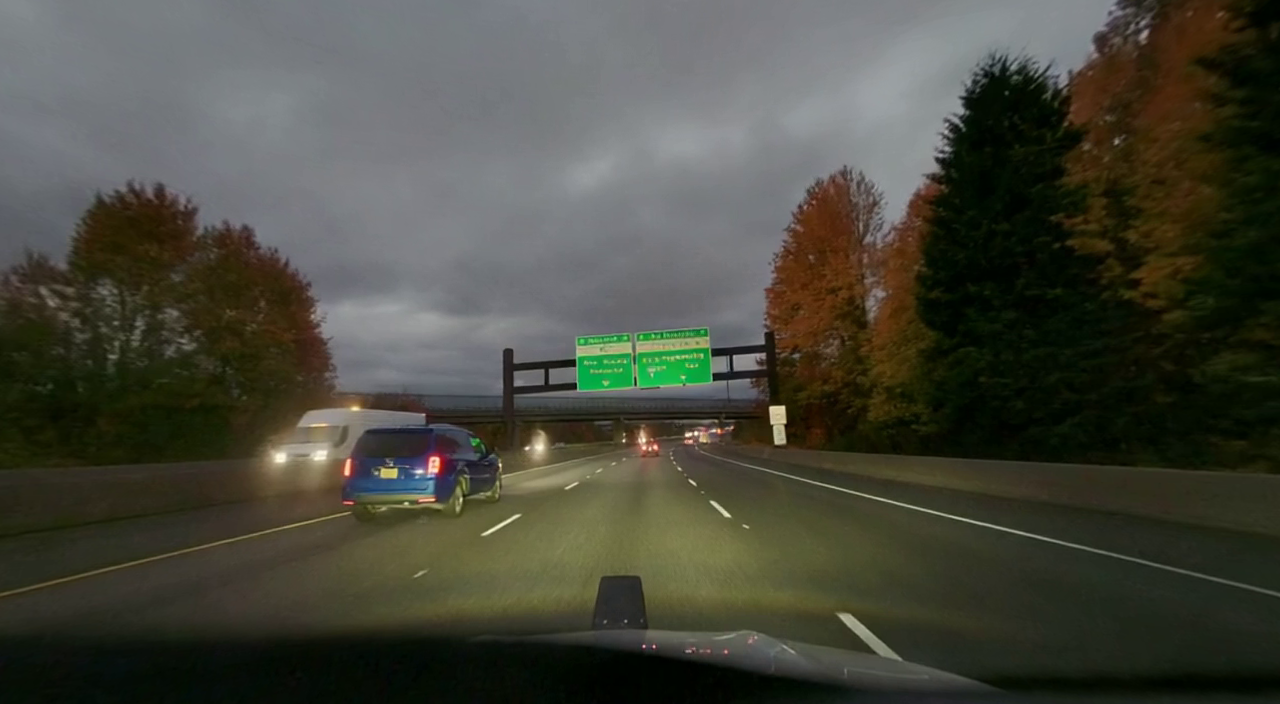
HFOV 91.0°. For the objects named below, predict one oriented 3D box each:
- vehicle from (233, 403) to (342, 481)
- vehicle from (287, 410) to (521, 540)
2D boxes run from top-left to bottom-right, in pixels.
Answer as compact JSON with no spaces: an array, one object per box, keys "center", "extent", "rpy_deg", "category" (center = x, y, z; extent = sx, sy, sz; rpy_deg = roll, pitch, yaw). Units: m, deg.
[{"center":[-19.602,5.046,35.336],"extent":[2.975,4.053,4.879],"rpy_deg":[0,-8,2],"category":"vehicle"},{"center":[-3.575,1.966,10.672],"extent":[2.177,1.707,4.432],"rpy_deg":[0,-8,1],"category":"vehicle"}]
